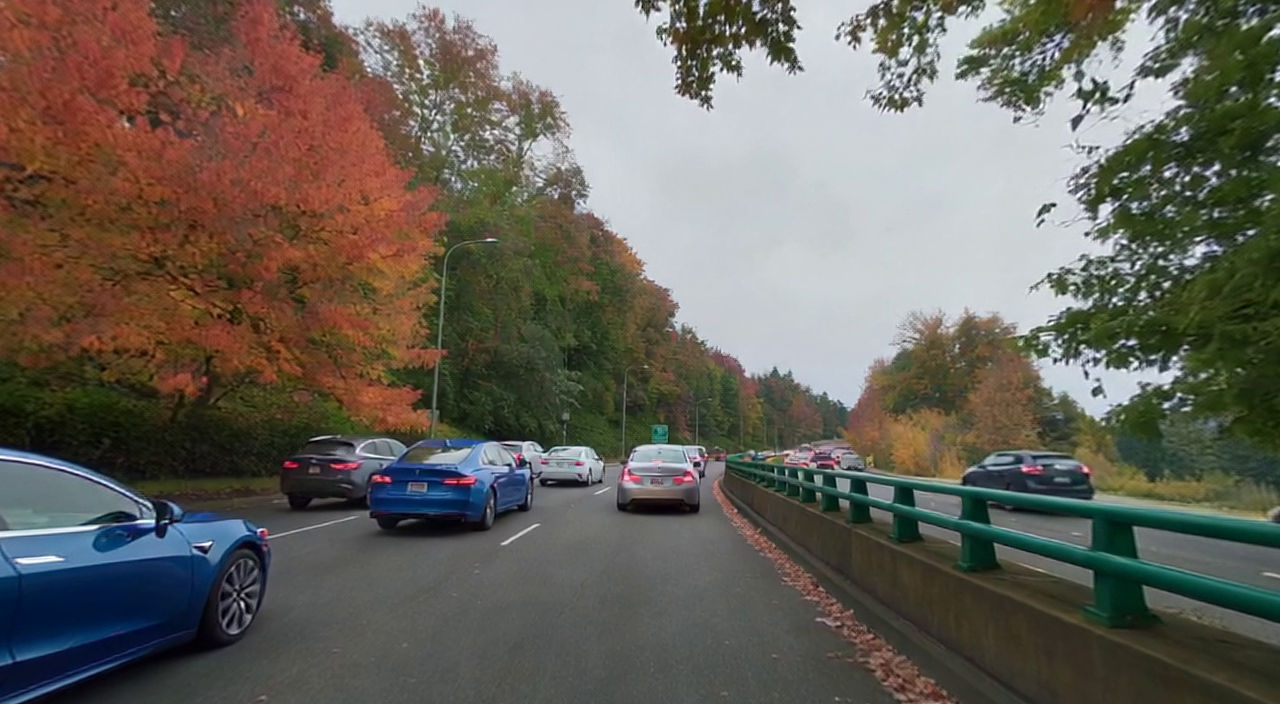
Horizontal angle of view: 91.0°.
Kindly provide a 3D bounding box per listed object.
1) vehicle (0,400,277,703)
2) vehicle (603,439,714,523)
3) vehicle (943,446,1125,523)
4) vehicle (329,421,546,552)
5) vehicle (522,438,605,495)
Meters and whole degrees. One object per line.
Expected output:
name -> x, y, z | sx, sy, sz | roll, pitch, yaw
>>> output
vehicle -> -3.491, 0.882, 2.104 | 1.921, 1.503, 4.317 | 0, -9, 1
vehicle -> 0.428, 2.687, 13.714 | 2.015, 1.506, 4.276 | 0, -9, 2
vehicle -> 10.525, 3.506, 17.397 | 2.121, 1.777, 4.755 | 0, -9, 3
vehicle -> -2.974, 2.085, 10.487 | 1.979, 1.663, 4.513 | 0, -9, 2
vehicle -> -2.357, 3.692, 20.667 | 1.930, 1.635, 4.260 | 0, -9, 3
